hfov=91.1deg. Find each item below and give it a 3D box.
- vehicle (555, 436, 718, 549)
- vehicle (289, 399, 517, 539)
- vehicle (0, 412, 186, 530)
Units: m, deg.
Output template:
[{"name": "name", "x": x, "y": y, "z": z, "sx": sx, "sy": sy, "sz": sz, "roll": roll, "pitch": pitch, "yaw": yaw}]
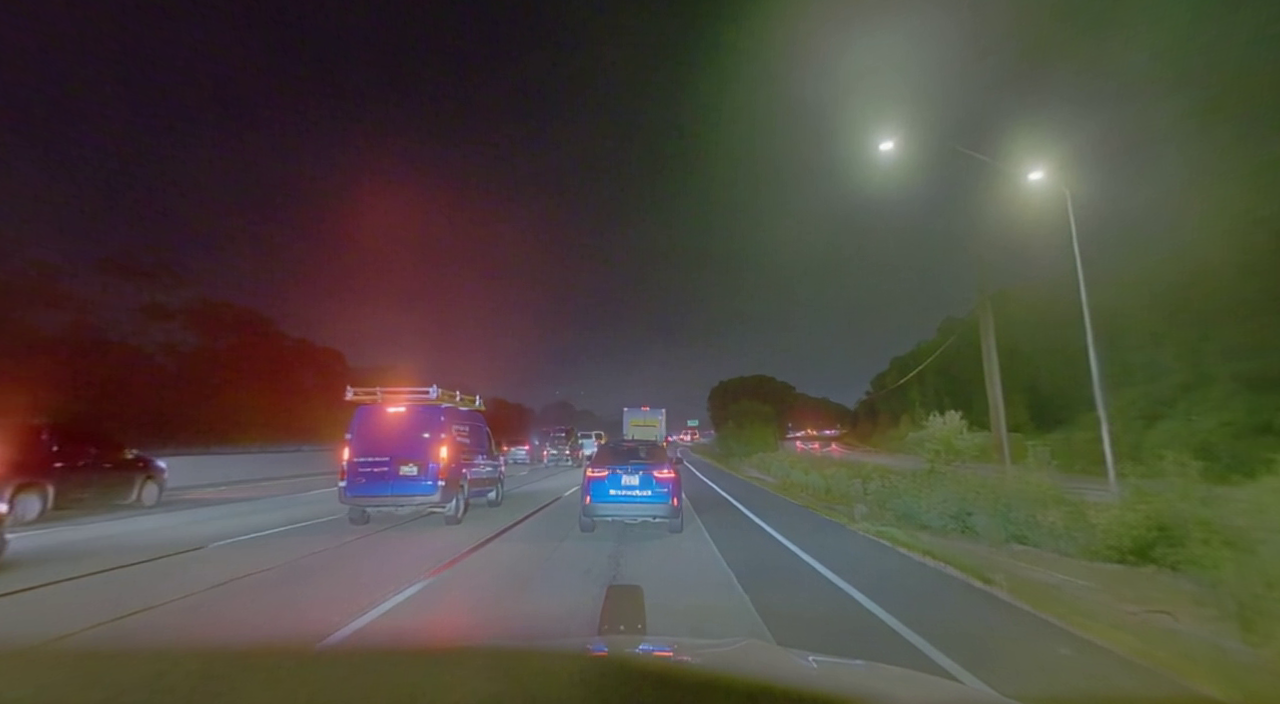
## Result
[{"name": "vehicle", "x": -0.042, "y": 2.084, "z": 10.046, "sx": 2.054, "sy": 1.421, "sz": 4.090, "roll": 0, "pitch": -8, "yaw": 0}, {"name": "vehicle", "x": -3.806, "y": 1.983, "z": 11.202, "sx": 2.142, "sy": 1.952, "sz": 4.556, "roll": 0, "pitch": -8, "yaw": 2}, {"name": "vehicle", "x": -11.235, "y": 2.122, "z": 11.512, "sx": 2.040, "sy": 1.872, "sz": 4.969, "roll": 0, "pitch": -8, "yaw": 0}]
